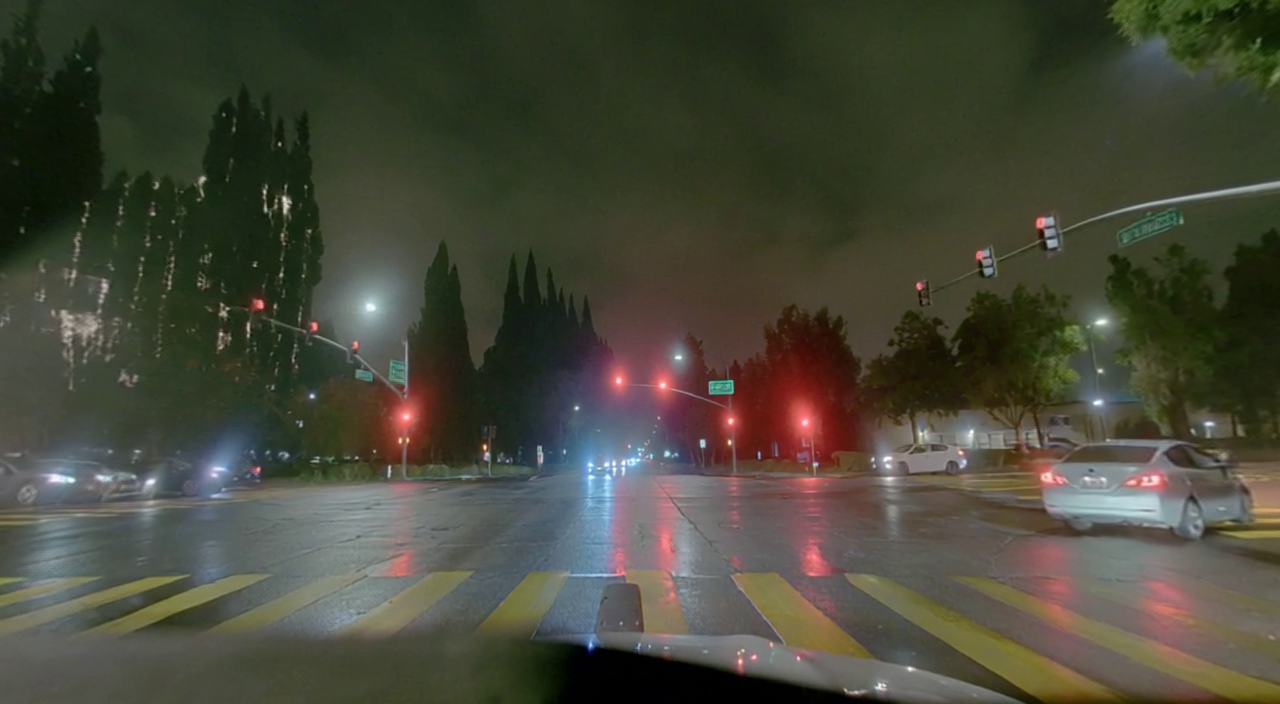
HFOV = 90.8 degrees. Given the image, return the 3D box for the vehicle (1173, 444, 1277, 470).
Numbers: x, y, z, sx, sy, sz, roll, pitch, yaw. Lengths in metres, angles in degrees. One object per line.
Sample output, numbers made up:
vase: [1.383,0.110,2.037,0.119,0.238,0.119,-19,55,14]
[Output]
vehicle: [35.360,6.349,38.273,4.294,1.499,1.958,0,-8,0]

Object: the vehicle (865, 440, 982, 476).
vehicle: [15.659,5.885,35.149,5.220,1.897,2.596,0,-8,0]

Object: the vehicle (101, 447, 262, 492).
vehicle: [-19.173,4.944,26.653,4.798,1.763,2.536,0,-10,0]

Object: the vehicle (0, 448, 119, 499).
vehicle: [-22.612,4.418,23.256,4.748,1.727,2.325,0,-8,1]

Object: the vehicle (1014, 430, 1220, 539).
vehicle: [8.697,2.222,11.366,4.492,1.536,2.189,8,-12,-44]
